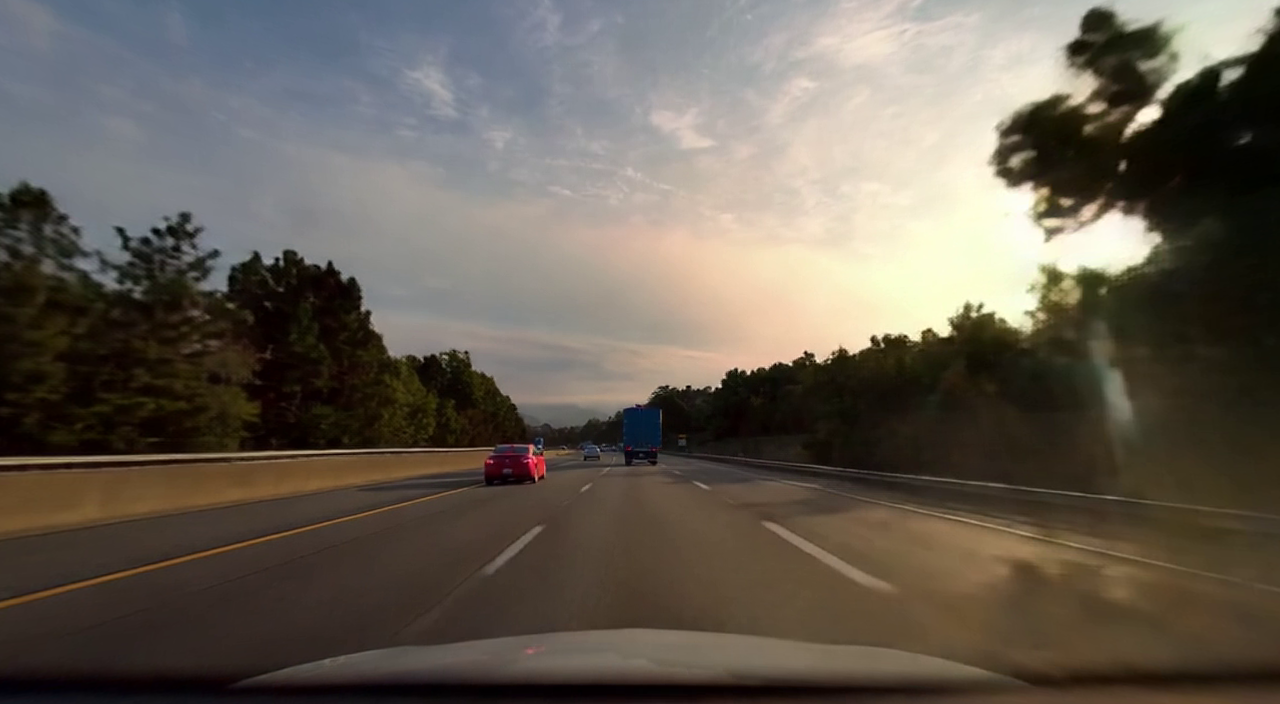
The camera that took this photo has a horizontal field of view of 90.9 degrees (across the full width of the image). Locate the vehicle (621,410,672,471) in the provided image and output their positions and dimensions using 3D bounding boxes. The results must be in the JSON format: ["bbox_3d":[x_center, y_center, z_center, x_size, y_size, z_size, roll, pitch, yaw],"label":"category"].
[{"bbox_3d":[0.240,5.985,42.072,2.893,3.628,9.081,0,-9,-3],"label":"vehicle"}]

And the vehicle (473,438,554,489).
[{"bbox_3d":[-4.266,3.833,21.923,1.977,1.602,3.944,0,-9,0],"label":"vehicle"}]
